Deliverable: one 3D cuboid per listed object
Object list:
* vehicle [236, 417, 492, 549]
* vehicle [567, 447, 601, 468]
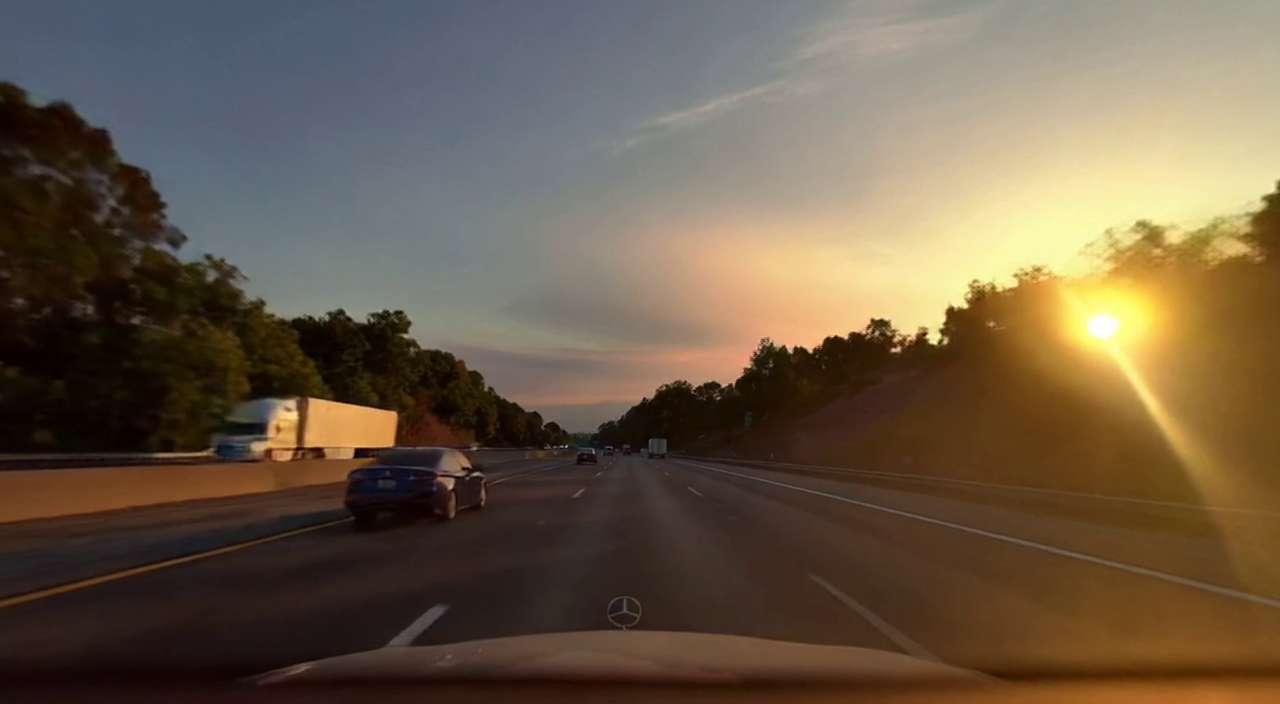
[{"bbox_3d":[-4.068,2.040,10.391,2.108,1.666,4.558,0,-9,0],"label":"vehicle"},{"bbox_3d":[-4.104,7.857,46.962,2.169,1.473,4.631,0,-9,0],"label":"vehicle"}]
